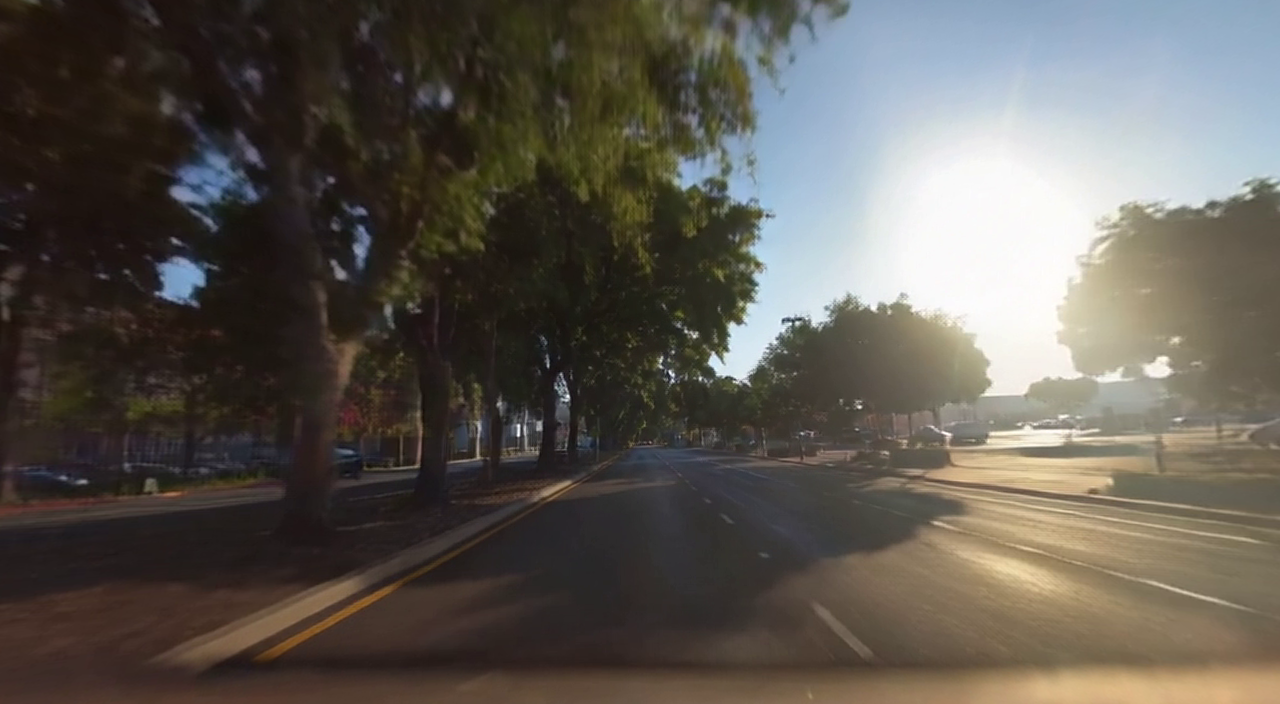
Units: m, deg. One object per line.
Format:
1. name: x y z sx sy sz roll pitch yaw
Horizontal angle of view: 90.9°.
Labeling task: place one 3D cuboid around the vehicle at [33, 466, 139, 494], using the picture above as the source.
1. vehicle: -30.951 7.159 35.303 3.970 1.408 1.825 1 -11 -9
